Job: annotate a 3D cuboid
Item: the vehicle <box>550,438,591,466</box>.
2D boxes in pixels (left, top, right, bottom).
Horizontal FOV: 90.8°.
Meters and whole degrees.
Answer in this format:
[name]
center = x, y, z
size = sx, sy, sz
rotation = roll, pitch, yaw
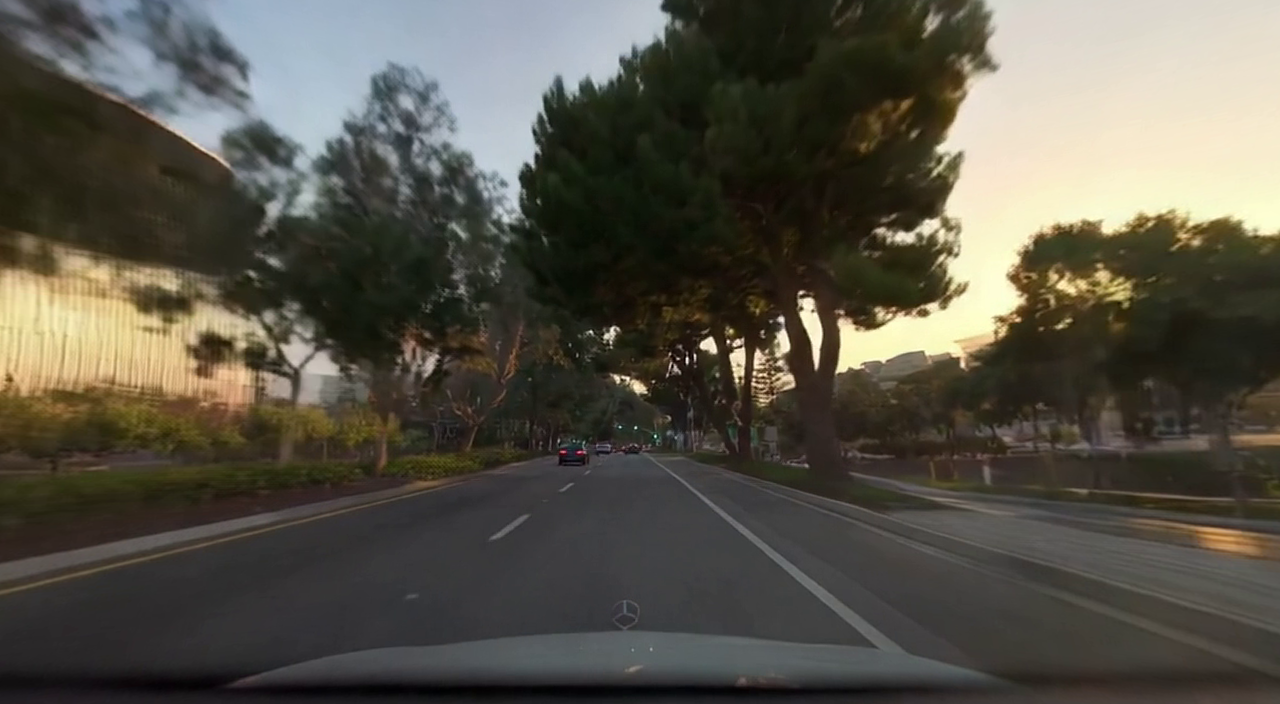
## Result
[vehicle]
center = -4.047, 5.919, 37.486
size = 1.984, 1.521, 4.682
rotation = 0, -8, -1
